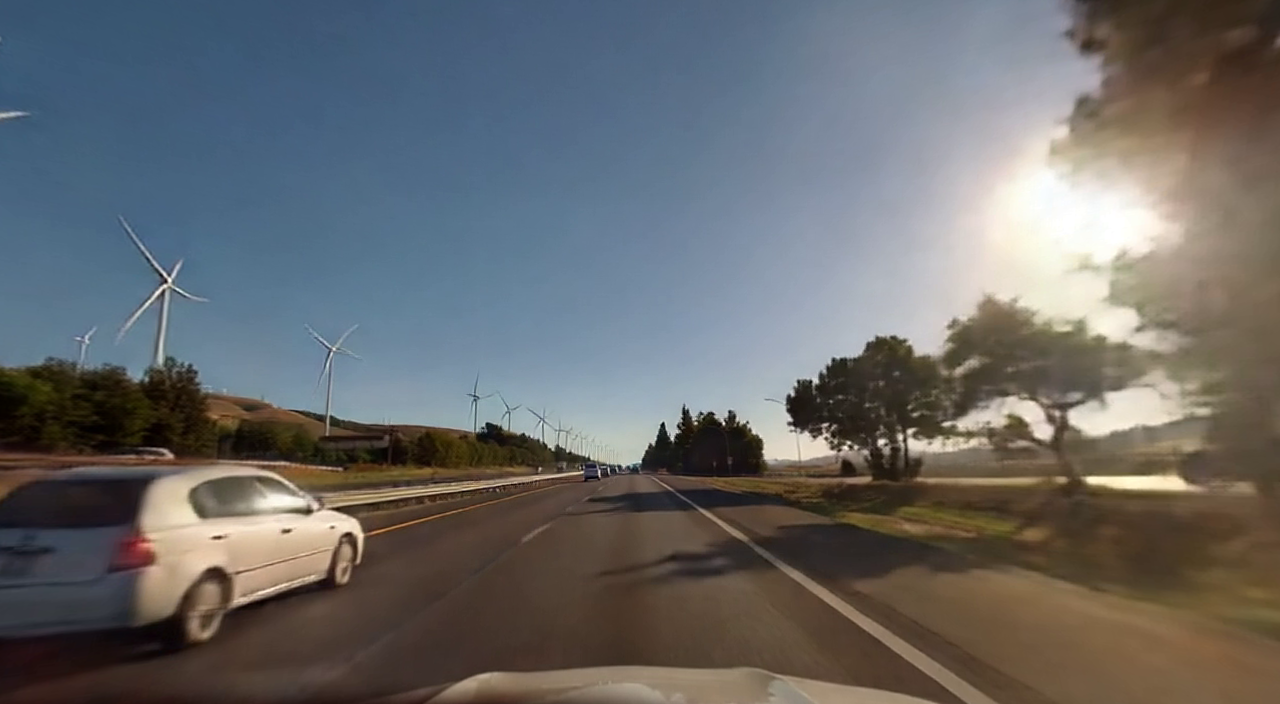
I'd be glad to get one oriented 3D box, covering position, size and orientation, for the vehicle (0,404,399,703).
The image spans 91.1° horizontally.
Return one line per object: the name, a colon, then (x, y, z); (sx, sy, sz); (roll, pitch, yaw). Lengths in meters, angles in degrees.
vehicle: (-3.408, 1.255, 4.101); (2.001, 1.486, 4.104); (1, -10, 0)
